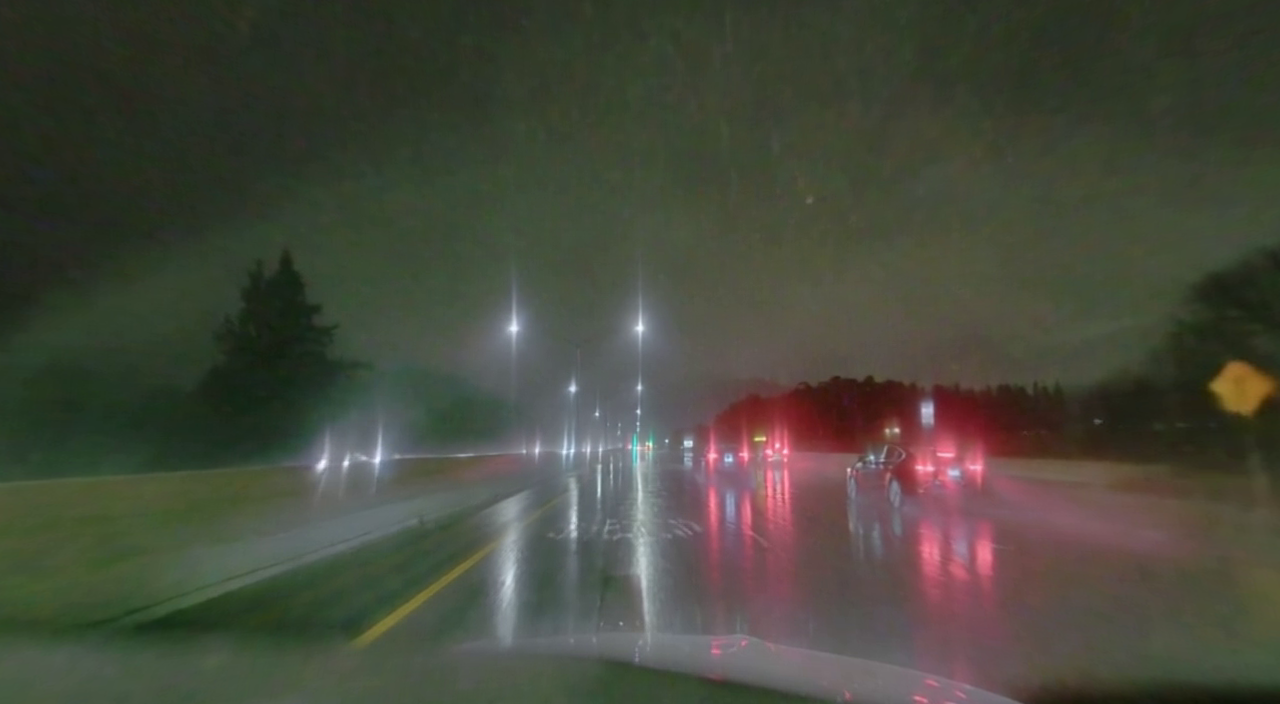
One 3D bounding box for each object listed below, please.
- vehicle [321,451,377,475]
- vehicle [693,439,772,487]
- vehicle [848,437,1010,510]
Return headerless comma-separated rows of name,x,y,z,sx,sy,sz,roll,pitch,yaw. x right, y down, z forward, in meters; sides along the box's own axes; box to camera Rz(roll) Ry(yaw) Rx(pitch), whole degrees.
vehicle,-18.101,6.904,39.451,1.786,1.293,3.624,1,-8,-1
vehicle,3.196,3.944,22.740,2.056,1.553,4.320,0,-9,-1
vehicle,6.814,2.894,15.467,2.038,1.528,3.910,0,-9,-1
